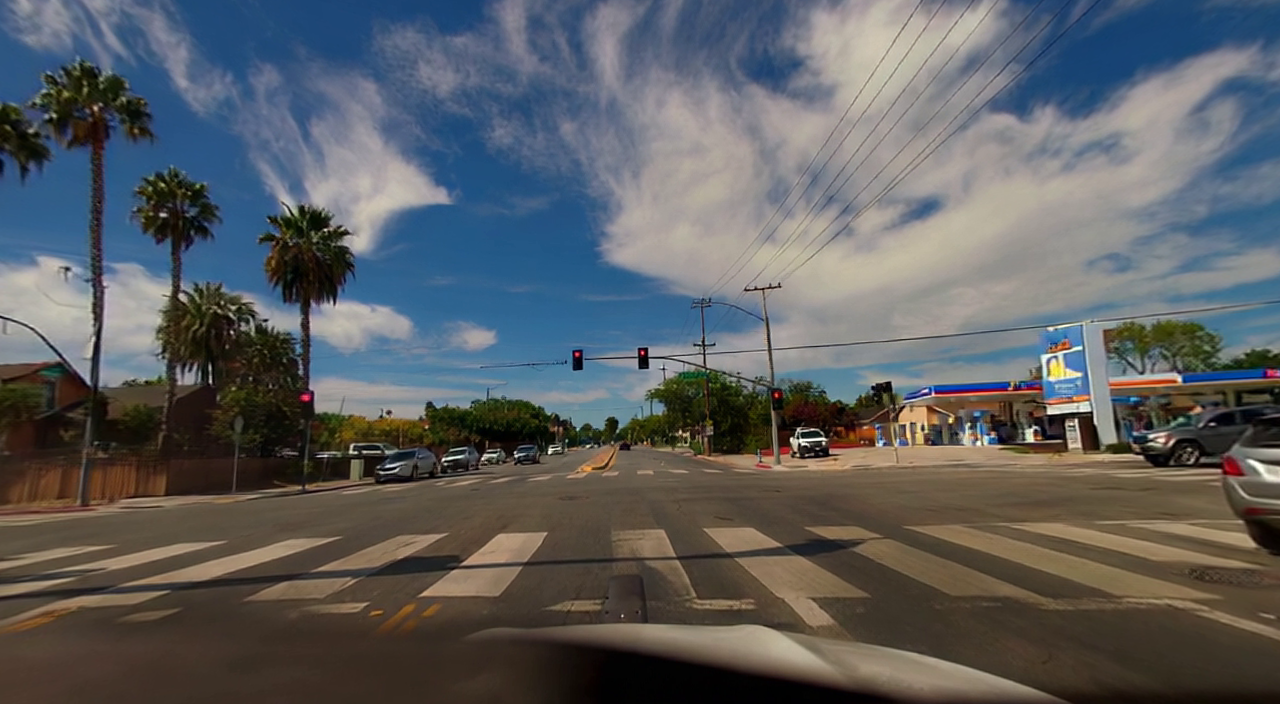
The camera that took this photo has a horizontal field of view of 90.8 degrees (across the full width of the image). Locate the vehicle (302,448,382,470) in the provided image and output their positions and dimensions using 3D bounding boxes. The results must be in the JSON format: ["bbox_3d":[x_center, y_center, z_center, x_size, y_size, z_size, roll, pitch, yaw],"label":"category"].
[{"bbox_3d":[-20.896,7.530,44.456,4.672,1.469,1.816,0,-9,-2],"label":"vehicle"}]

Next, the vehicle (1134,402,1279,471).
[{"bbox_3d":[17.428,2.411,18.052,5.086,1.817,1.952,1,-9,-5],"label":"vehicle"}]

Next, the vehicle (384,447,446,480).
[{"bbox_3d":[-13.008,6.416,36.791,2.009,1.777,4.559,0,-9,-1],"label":"vehicle"}]
